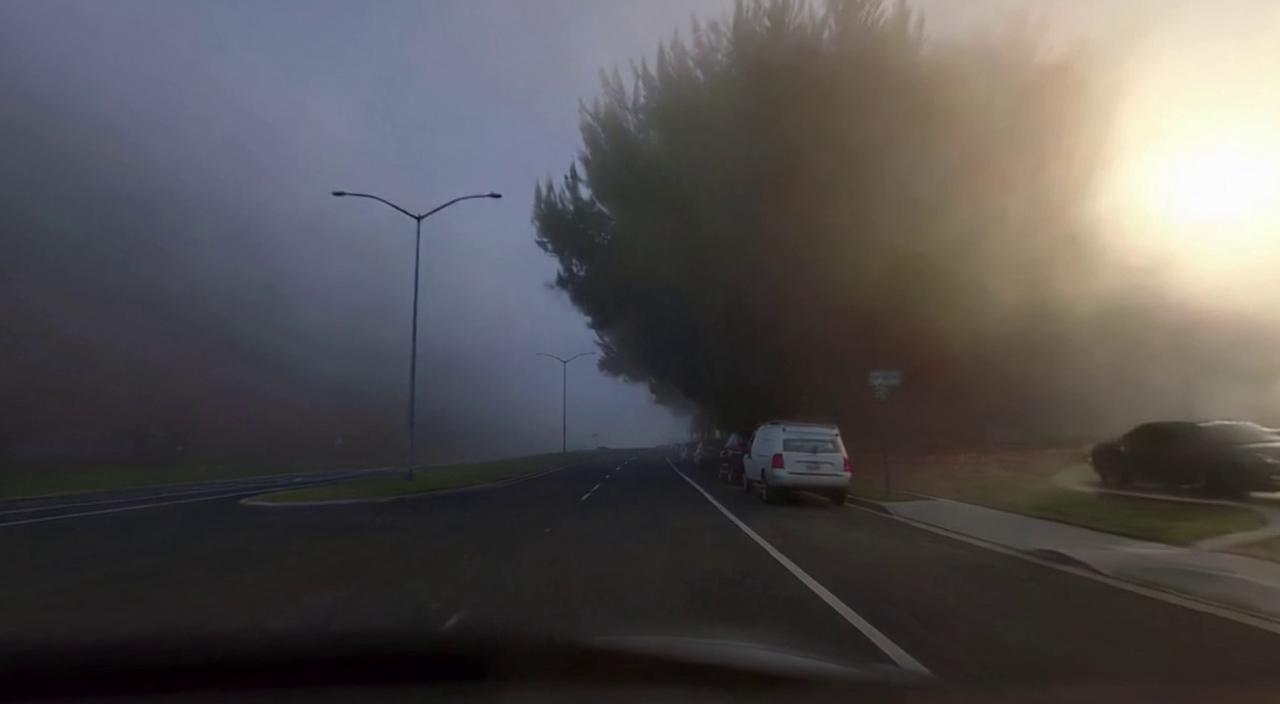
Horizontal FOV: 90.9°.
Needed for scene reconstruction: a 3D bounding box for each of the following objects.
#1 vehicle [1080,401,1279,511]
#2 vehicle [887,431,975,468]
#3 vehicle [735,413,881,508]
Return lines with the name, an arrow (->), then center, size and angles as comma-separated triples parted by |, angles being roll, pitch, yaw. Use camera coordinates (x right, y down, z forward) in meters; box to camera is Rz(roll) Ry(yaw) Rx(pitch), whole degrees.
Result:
vehicle -> 11.539, 2.019, 12.623 | 2.220, 1.798, 4.427 | 0, -8, 0
vehicle -> 14.540, 4.920, 31.904 | 2.227, 1.720, 4.959 | 0, -8, 2
vehicle -> 3.632, 2.437, 14.566 | 2.144, 1.848, 4.159 | 0, -8, -1
